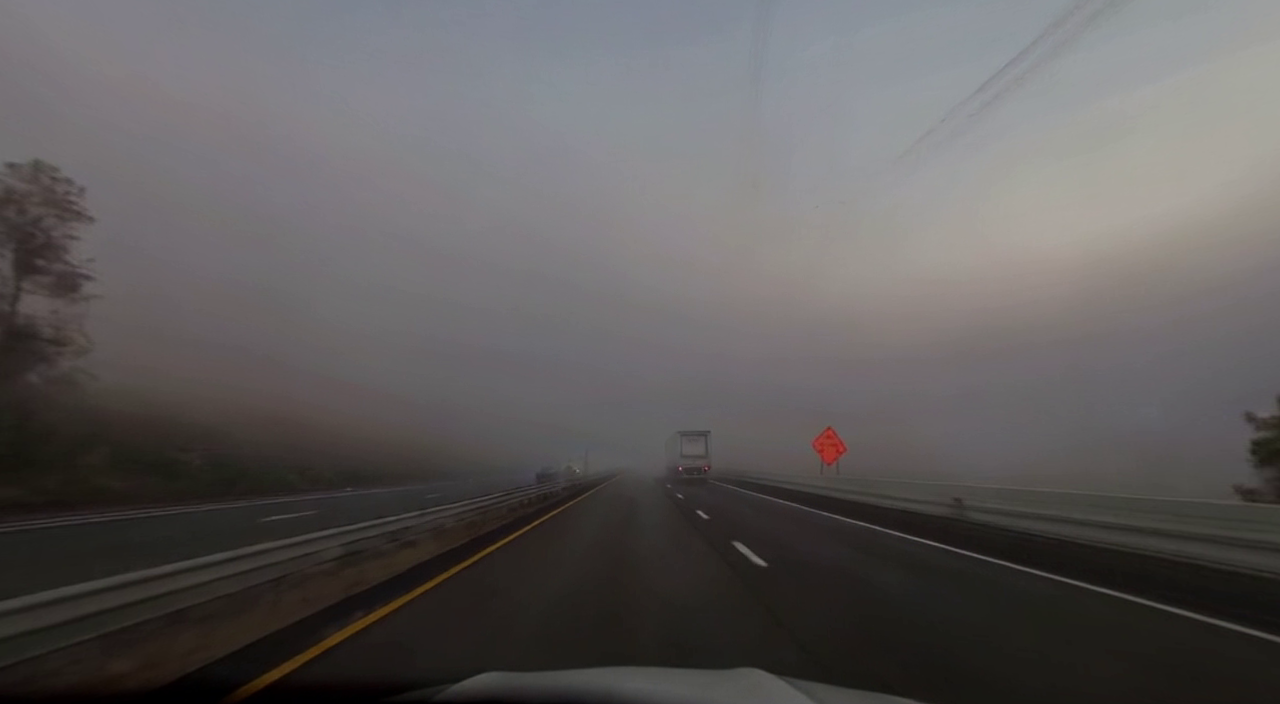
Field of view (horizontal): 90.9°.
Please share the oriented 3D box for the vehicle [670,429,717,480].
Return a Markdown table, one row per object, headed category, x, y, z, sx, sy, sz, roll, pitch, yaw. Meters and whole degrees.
| category | x | y | z | sx | sy | sz | roll | pitch | yaw |
| --- | --- | --- | --- | --- | --- | --- | --- | --- | --- |
| vehicle | 3.954 | 7.787 | 47.984 | 2.806 | 3.499 | 5.698 | -2 | -9 | -1 |
